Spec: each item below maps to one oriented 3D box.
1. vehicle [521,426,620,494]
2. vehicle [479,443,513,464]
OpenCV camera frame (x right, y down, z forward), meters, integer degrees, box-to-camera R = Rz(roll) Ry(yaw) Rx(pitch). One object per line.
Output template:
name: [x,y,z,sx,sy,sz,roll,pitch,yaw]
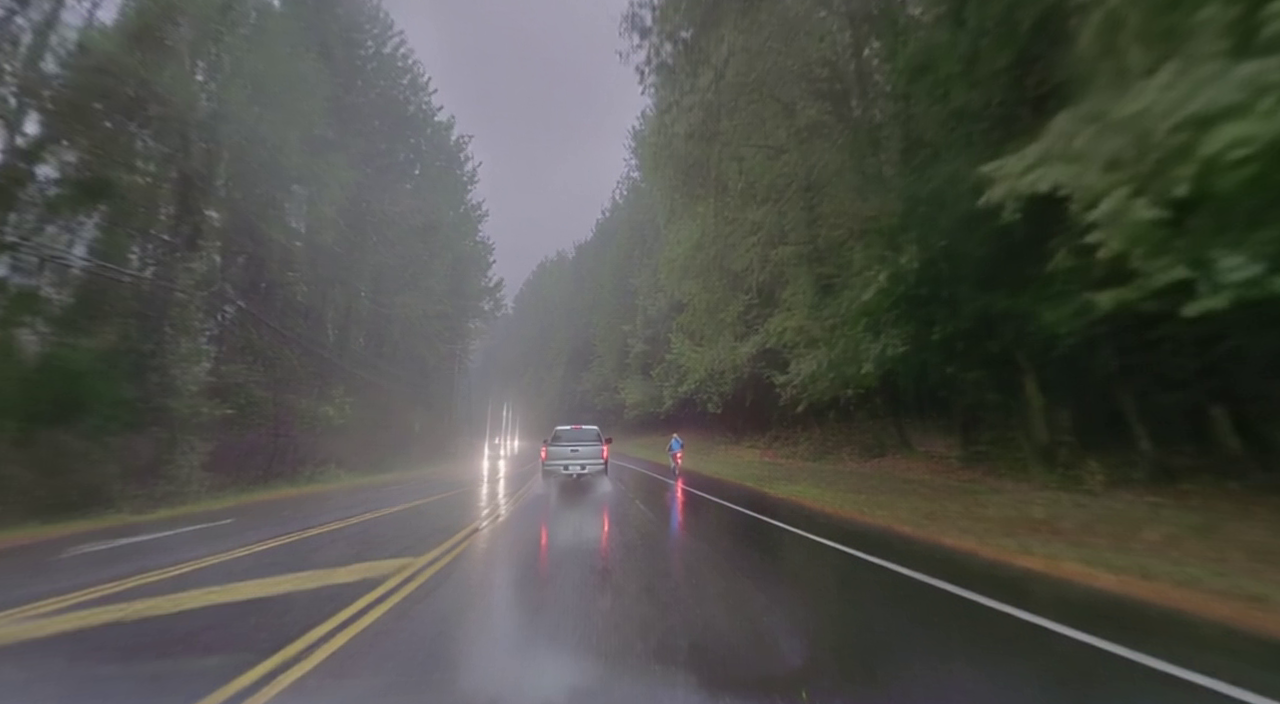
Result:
vehicle: [-2.018,3.291,19.649,2.631,1.798,5.331,0,-8,-4]
vehicle: [-10.824,7.655,47.702,2.045,1.474,3.956,0,-8,-6]
